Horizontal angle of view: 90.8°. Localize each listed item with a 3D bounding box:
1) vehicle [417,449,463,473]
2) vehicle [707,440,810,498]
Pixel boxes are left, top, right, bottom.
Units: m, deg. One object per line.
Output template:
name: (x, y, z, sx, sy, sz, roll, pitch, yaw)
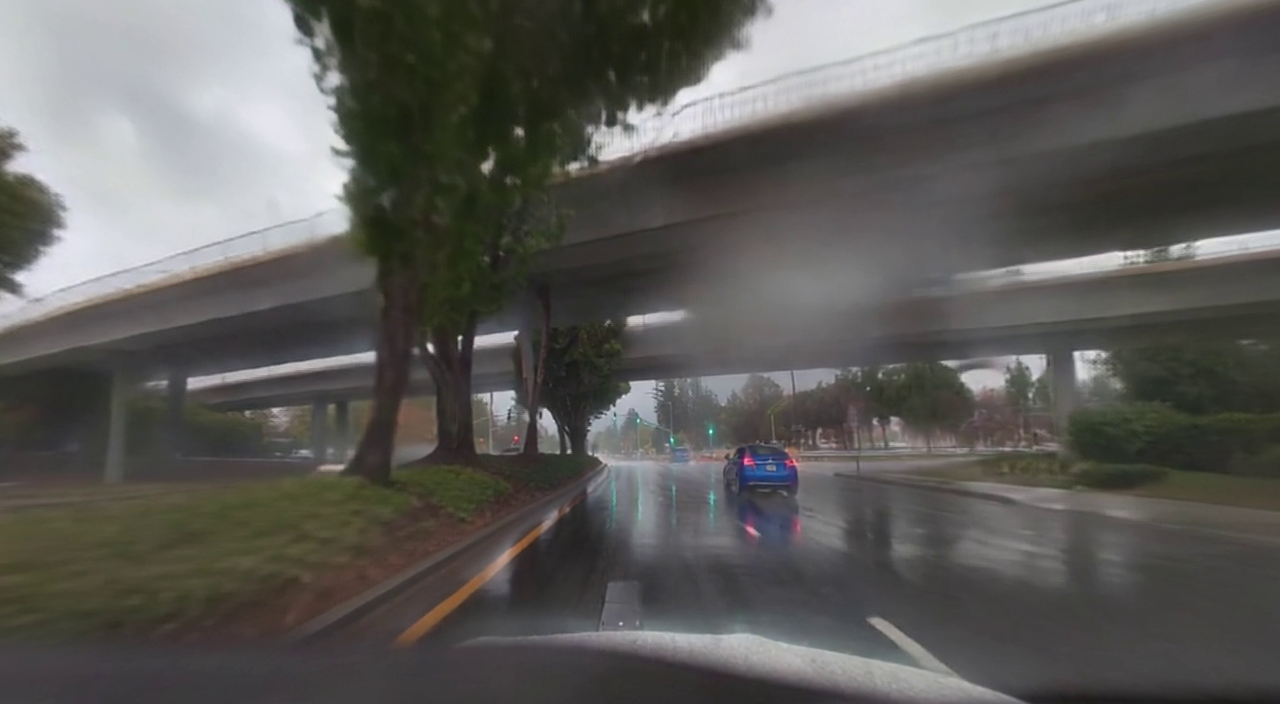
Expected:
vehicle: (-14.541, 7.915, 46.129, 1.912, 1.632, 4.326, -1, -8, 0)
vehicle: (3.315, 3.357, 18.610, 2.062, 1.484, 4.332, 0, -8, -1)
